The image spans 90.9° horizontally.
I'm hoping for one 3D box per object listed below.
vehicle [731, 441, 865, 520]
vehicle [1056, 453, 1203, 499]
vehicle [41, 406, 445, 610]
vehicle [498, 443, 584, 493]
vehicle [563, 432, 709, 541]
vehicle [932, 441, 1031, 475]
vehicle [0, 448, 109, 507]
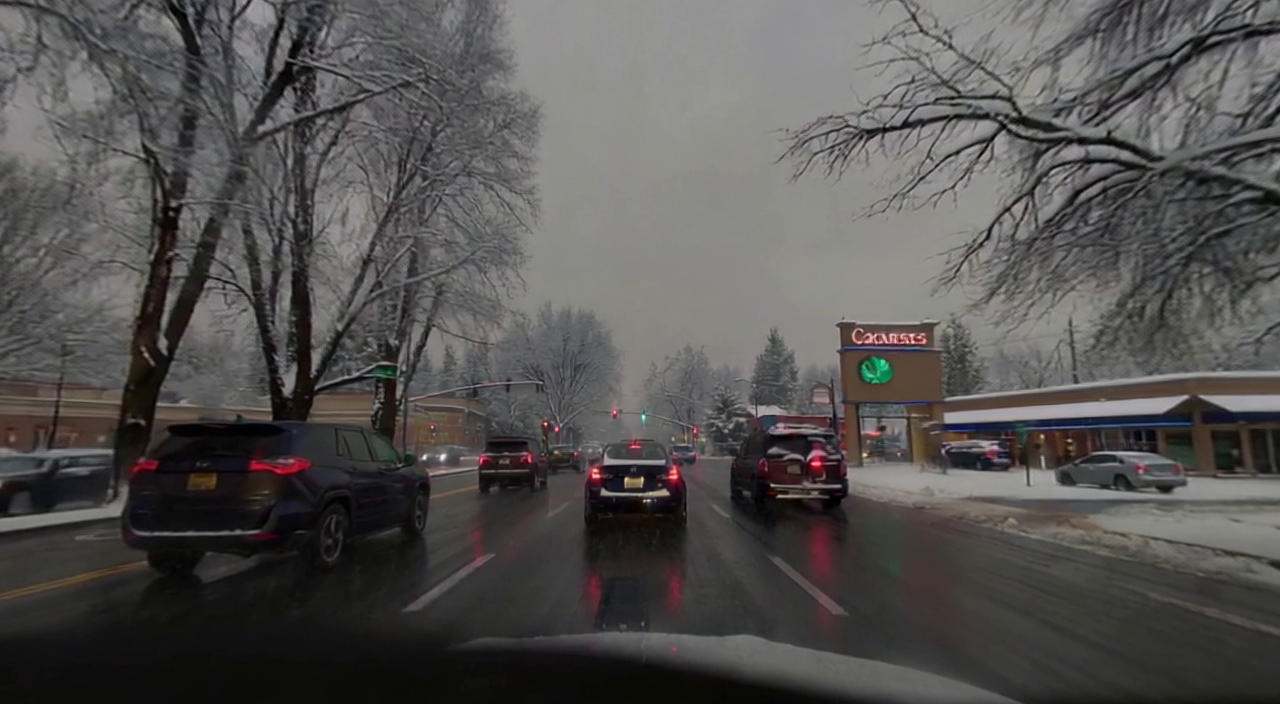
[{"bbox_3d":[3.354,2.791,14.302,1.979,1.485,4.207,0,-8,0],"label":"vehicle"},{"bbox_3d":[17.392,4.374,22.750,1.860,1.408,4.631,-1,-8,4],"label":"vehicle"},{"bbox_3d":[-3.940,1.590,7.308,1.983,1.685,3.997,0,-8,1],"label":"vehicle"},{"bbox_3d":[-3.208,3.870,21.422,2.126,1.490,4.265,0,-8,2],"label":"vehicle"},{"bbox_3d":[-0.064,2.265,11.276,2.121,1.563,4.031,0,-8,0],"label":"vehicle"},{"bbox_3d":[18.007,5.577,33.402,1.907,1.669,4.147,5,-9,-28],"label":"vehicle"},{"bbox_3d":[-19.160,3.765,19.175,1.920,1.623,4.607,0,-8,1],"label":"vehicle"}]
